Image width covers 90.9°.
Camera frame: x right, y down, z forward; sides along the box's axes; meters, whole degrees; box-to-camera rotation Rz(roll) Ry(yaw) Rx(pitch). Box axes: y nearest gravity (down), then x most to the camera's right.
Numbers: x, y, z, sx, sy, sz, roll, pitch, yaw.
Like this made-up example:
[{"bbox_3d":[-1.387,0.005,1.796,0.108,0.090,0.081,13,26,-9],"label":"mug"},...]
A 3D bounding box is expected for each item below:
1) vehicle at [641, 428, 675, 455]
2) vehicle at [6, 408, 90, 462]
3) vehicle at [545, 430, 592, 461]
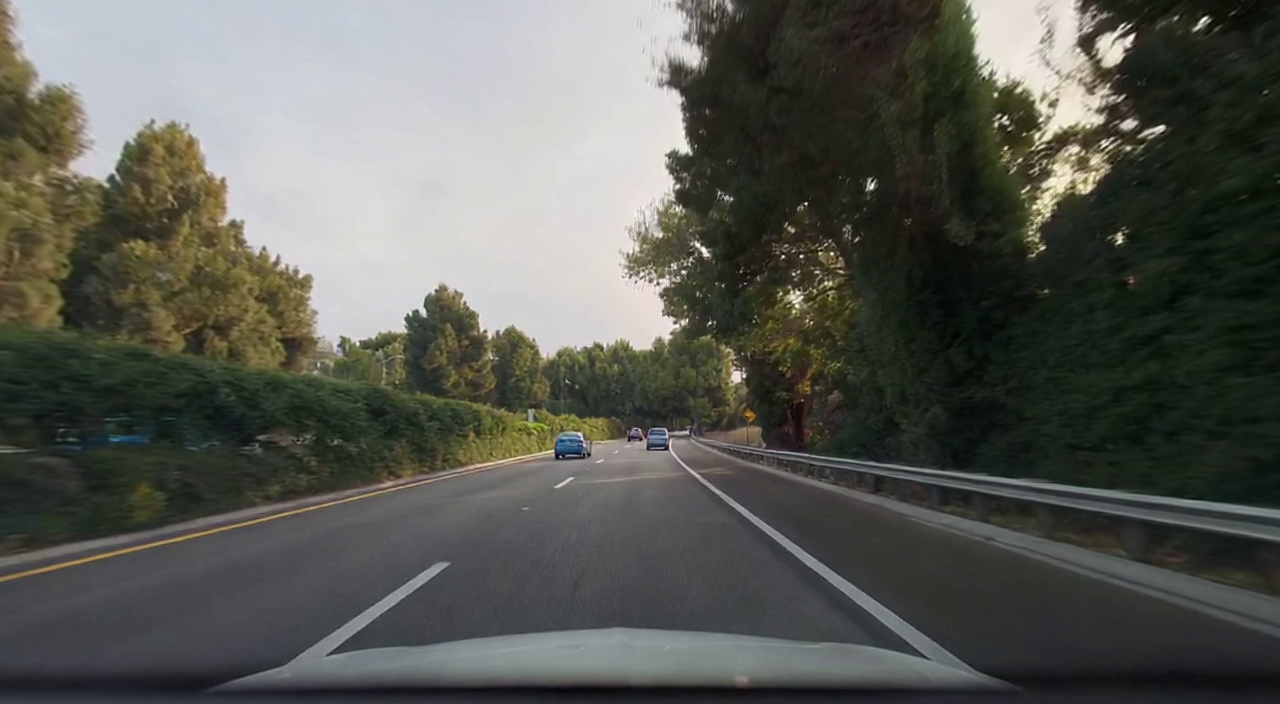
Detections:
[{"bbox_3d":[1.084,5.668,39.869,2.041,1.618,3.898,0,-8,0],"label":"vehicle"},{"bbox_3d":[-43.915,6.150,46.825,2.910,3.837,3.156,1,-8,-6],"label":"vehicle"},{"bbox_3d":[-3.590,4.791,32.444,1.950,1.518,3.941,0,-8,0],"label":"vehicle"}]
